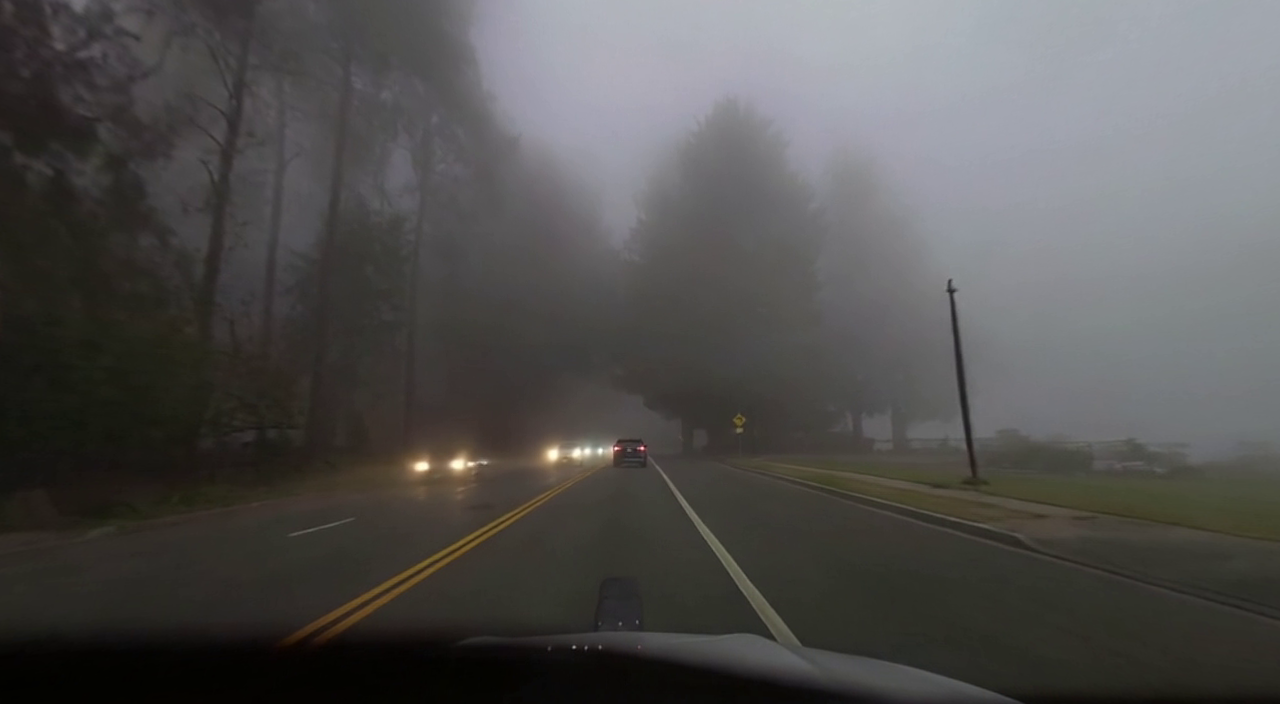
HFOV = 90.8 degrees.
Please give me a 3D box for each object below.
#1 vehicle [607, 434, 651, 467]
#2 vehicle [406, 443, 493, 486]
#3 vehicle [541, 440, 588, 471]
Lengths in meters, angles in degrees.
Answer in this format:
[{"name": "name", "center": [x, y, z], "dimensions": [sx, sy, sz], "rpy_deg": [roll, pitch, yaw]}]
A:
[{"name": "vehicle", "center": [-0.617, 6.176, 39.596], "dimensions": [2.554, 1.902, 5.329], "rpy_deg": [0, -9, 1]}, {"name": "vehicle", "center": [-7.969, 4.746, 27.010], "dimensions": [2.211, 1.608, 4.942], "rpy_deg": [-1, -9, 0]}, {"name": "vehicle", "center": [-4.215, 5.878, 36.065], "dimensions": [2.115, 1.638, 4.098], "rpy_deg": [0, -9, 1]}]
